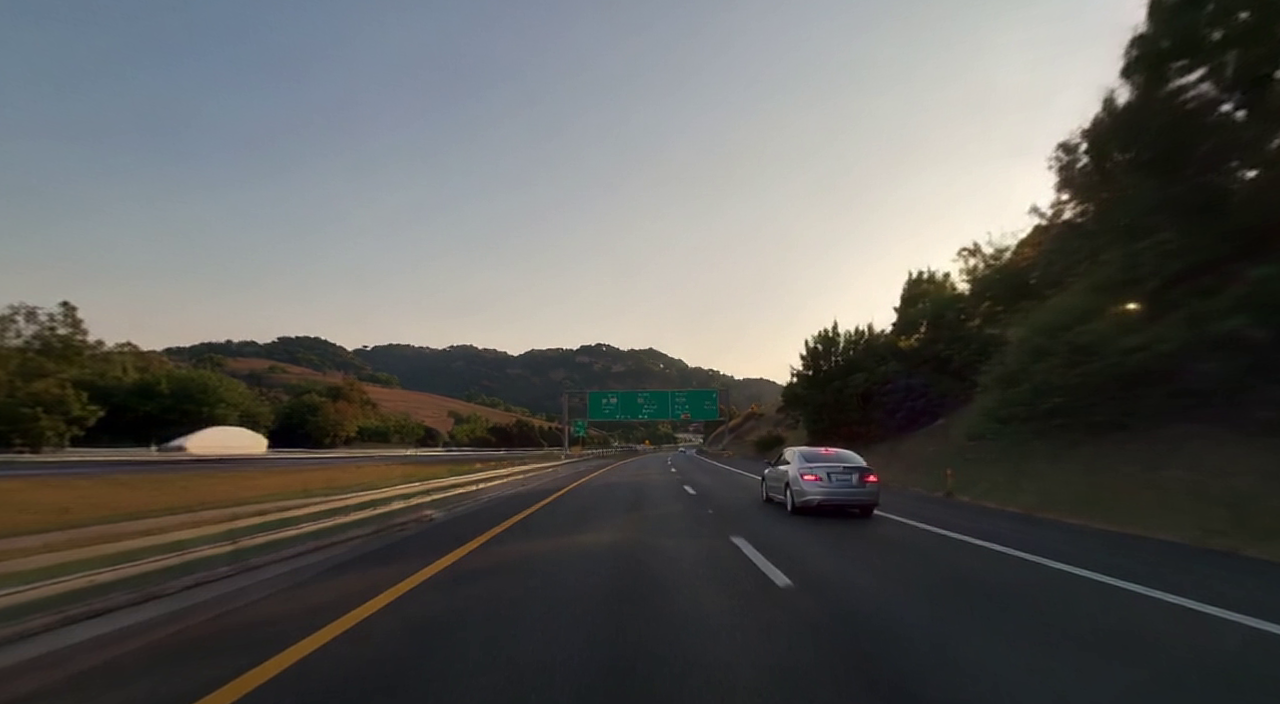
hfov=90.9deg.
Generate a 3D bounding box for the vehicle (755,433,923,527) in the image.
[{"bbox_3d":[3.645,2.406,12.423,1.997,1.515,4.025,0,-8,0],"label":"vehicle"}]
